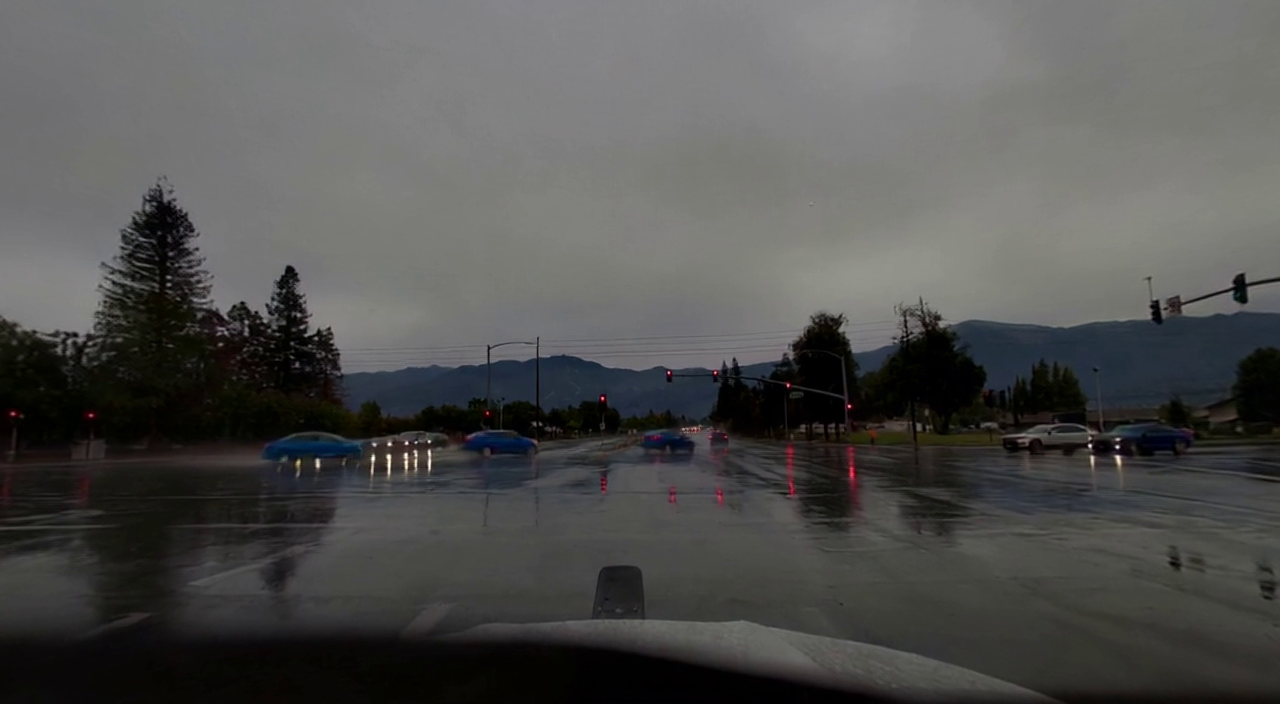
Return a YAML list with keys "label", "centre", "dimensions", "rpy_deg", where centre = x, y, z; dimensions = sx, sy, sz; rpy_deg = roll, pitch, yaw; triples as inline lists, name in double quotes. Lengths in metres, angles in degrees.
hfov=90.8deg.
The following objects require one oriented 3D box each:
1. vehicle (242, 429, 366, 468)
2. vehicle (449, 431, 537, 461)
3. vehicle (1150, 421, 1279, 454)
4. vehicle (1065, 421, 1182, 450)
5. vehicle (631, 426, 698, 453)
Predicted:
- label: "vehicle"
  centre: [-16.013, 4.636, 30.415]
  dimensions: [4.812, 1.735, 2.105]
  rpy_deg: [2, -9, -15]
- label: "vehicle"
  centre: [-7.979, 5.084, 34.316]
  dimensions: [4.218, 1.542, 2.044]
  rpy_deg: [4, -9, -28]
- label: "vehicle"
  centre: [27.305, 4.035, 29.801]
  dimensions: [4.778, 1.495, 1.959]
  rpy_deg: [0, -8, 0]
- label: "vehicle"
  centre: [28.360, 4.928, 37.217]
  dimensions: [5.100, 1.680, 2.055]
  rpy_deg: [0, -8, 2]
- label: "vehicle"
  centre: [1.813, 6.197, 44.682]
  dimensions: [2.246, 1.805, 5.228]
  rpy_deg: [-6, -10, 35]
